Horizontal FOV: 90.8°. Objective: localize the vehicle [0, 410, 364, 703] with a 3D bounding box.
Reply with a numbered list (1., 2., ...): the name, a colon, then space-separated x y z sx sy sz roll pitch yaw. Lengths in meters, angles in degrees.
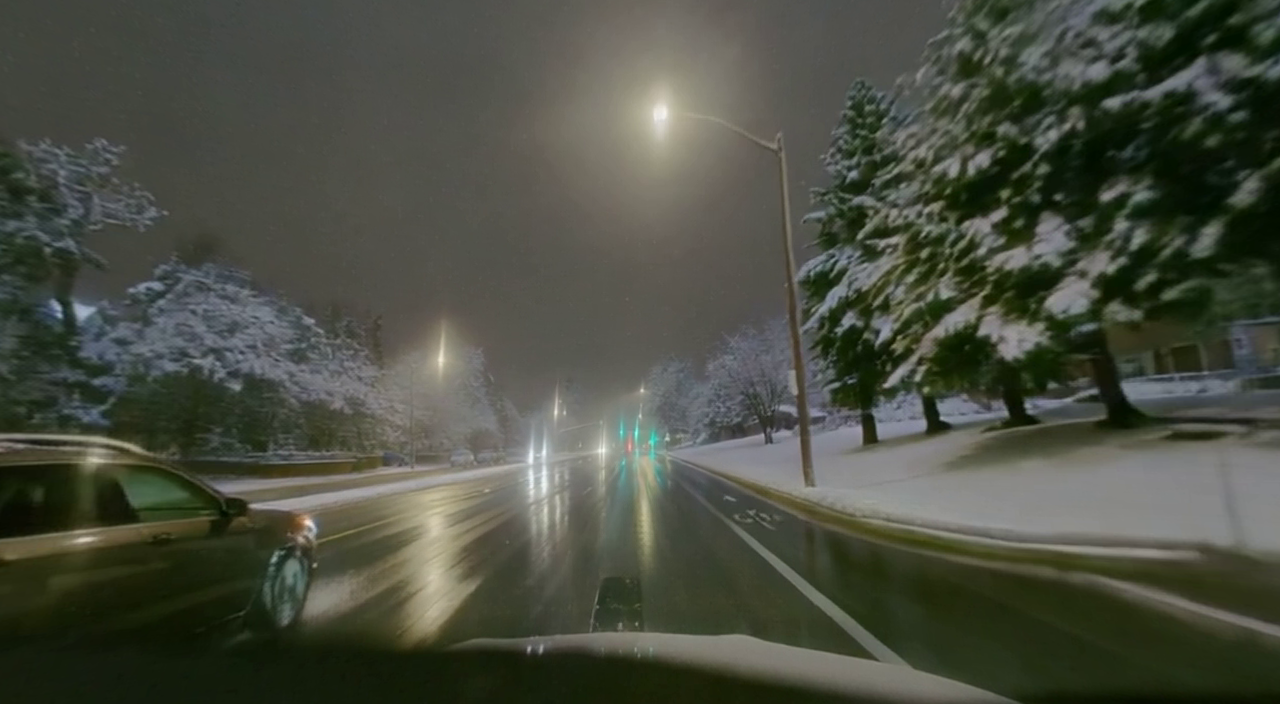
1. vehicle: -3.316 1.032 2.767 2.020 1.478 4.890 0 -8 0
